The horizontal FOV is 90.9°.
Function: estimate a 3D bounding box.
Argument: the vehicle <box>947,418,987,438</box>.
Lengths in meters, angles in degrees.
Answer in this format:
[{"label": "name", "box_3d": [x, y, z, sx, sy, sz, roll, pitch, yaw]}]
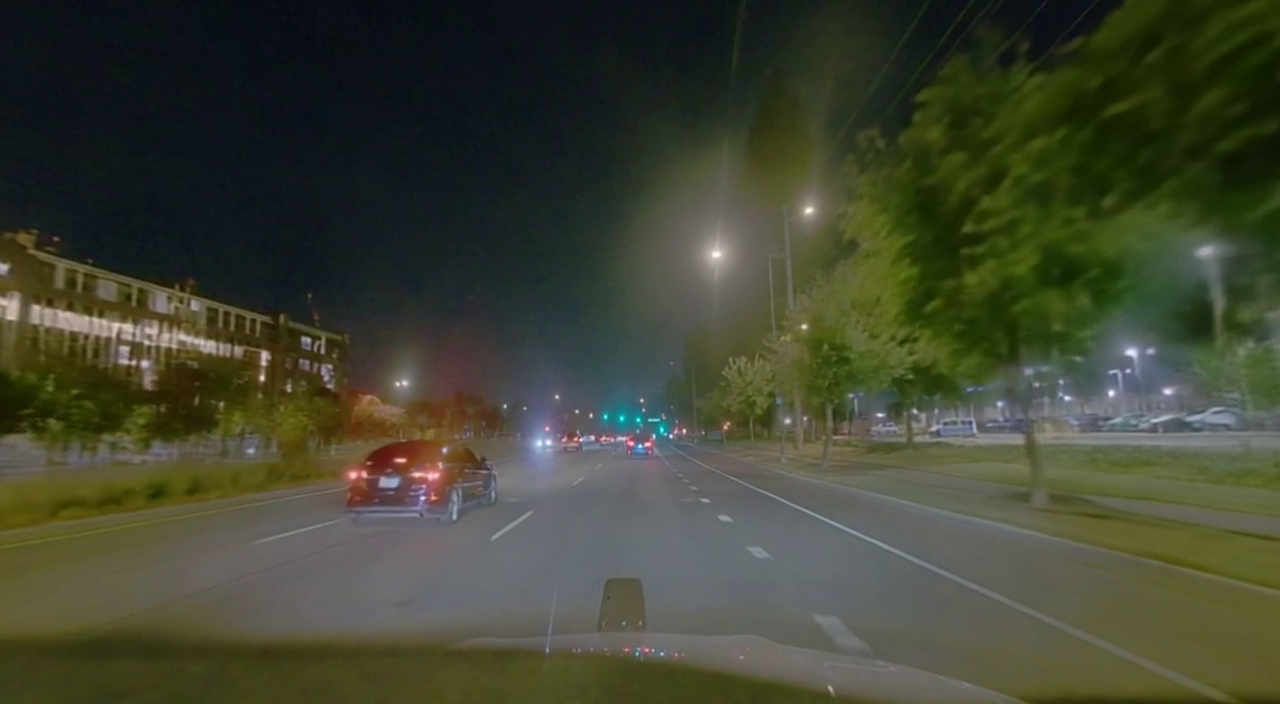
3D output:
[{"label": "vehicle", "box_3d": [24.326, 5.690, 46.999, 1.741, 1.416, 3.831, -3, -8, 14]}]

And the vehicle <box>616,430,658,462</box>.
[{"label": "vehicle", "box_3d": [-0.161, 5.235, 35.352, 2.199, 1.652, 4.101, 0, -8, 0]}]

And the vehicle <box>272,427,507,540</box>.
[{"label": "vehicle", "box_3d": [-3.832, 2.088, 10.822, 1.942, 1.462, 4.905, -1, -8, 1]}]

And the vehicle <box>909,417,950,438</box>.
[{"label": "vehicle", "box_3d": [21.840, 5.763, 47.741, 1.833, 1.471, 4.656, -2, -8, 13]}]
